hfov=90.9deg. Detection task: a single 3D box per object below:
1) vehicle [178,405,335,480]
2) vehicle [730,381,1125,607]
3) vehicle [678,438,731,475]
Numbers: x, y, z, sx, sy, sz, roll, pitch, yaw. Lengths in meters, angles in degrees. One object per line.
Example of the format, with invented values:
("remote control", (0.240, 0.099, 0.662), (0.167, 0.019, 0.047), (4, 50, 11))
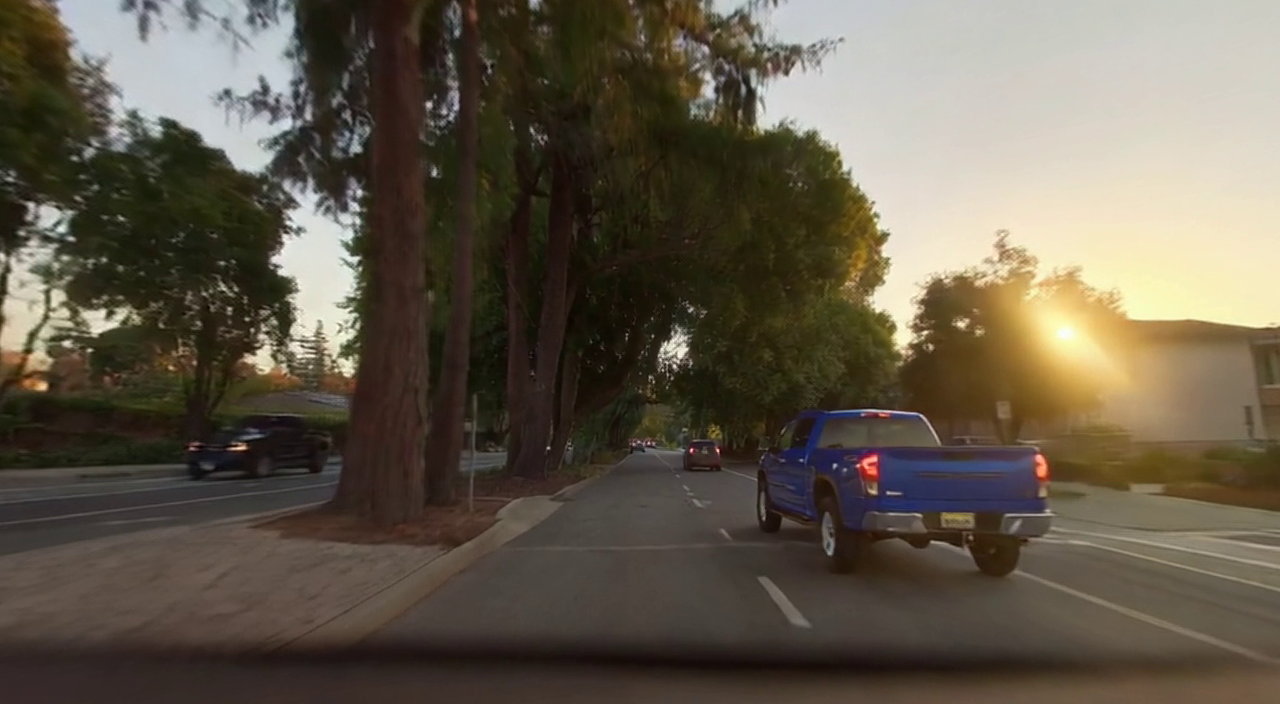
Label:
("vehicle", (-14.614, 3.533, 24.619), (2.359, 2.543, 5.850), (0, -8, 1))
("vehicle", (2.895, 1.629, 8.366), (2.553, 1.942, 5.679), (0, -8, 0))
("vehicle", (3.157, 5.211, 31.761), (2.108, 1.712, 4.616), (0, -8, 0))
